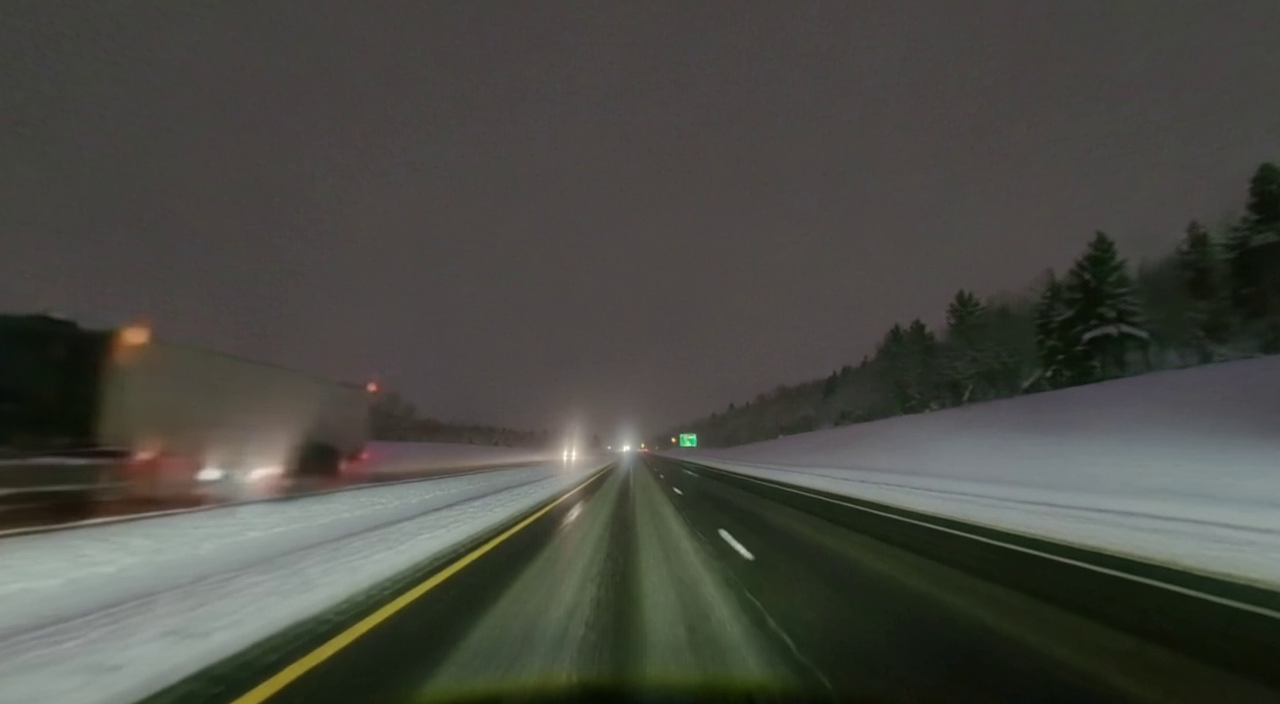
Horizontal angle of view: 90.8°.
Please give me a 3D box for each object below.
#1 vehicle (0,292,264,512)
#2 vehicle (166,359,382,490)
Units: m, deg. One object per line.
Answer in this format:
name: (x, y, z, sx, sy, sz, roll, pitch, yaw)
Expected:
vehicle: (-12.459, 1.216, 13.134, 2.962, 3.737, 10.070, 0, -9, 0)
vehicle: (-12.520, 2.761, 22.835, 2.842, 3.889, 8.008, 0, -9, 0)
